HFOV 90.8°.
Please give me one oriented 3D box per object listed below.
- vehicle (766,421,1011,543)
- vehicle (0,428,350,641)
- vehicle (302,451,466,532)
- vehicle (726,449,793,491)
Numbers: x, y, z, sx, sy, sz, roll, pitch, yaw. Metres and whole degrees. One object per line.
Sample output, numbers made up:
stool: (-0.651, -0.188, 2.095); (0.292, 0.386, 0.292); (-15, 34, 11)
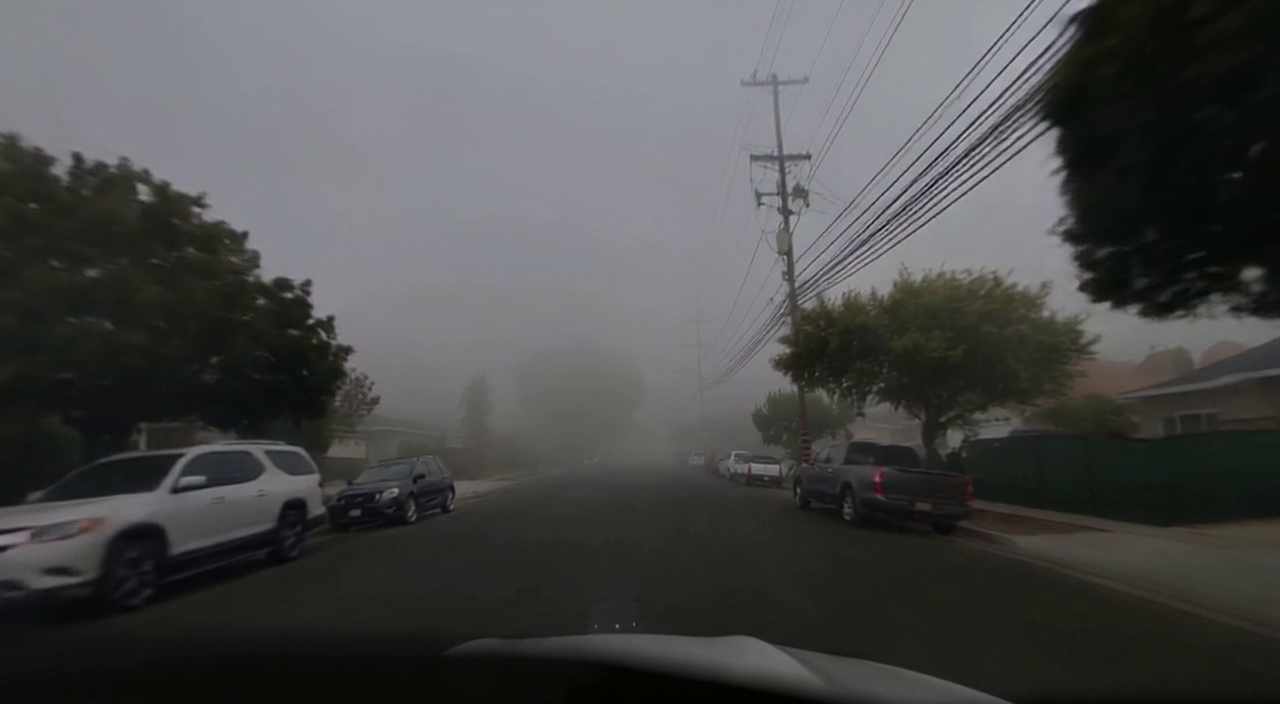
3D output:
vehicle: (4.538, 2.502, 13.052); (2.462, 1.894, 6.076); (0, -9, -1)
vehicle: (-5.408, 1.783, 7.327); (1.971, 1.648, 4.638); (0, -9, -2)
vehicle: (-5.443, 2.978, 14.144); (1.856, 1.499, 4.216); (0, -9, 1)
vehicle: (4.684, 4.678, 25.449); (1.859, 1.469, 4.550); (0, -9, 0)
